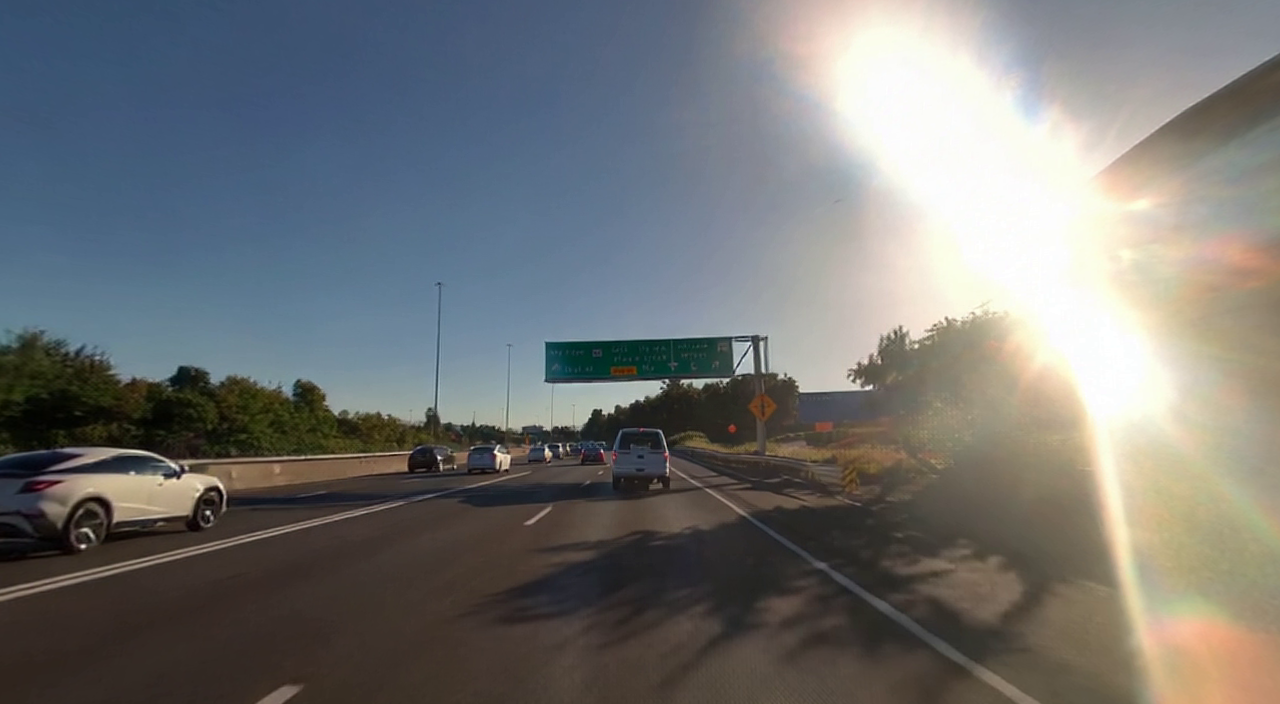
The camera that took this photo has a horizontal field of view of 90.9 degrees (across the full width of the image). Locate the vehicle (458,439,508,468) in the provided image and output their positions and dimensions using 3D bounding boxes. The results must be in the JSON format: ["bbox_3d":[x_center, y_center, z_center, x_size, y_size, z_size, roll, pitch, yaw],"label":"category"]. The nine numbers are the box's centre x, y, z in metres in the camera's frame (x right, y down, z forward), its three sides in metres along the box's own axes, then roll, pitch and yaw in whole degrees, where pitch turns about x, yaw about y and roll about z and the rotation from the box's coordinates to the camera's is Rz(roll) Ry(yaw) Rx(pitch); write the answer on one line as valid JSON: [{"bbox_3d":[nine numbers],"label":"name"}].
[{"bbox_3d":[-11.223,7.291,45.539,2.157,1.941,5.544,0,-9,0],"label":"vehicle"}]

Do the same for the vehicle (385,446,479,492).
[{"bbox_3d":[-7.267,4.108,22.508,1.869,1.466,4.217,0,-9,1],"label":"vehicle"}]

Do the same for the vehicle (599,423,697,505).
[{"bbox_3d":[0.182,2.774,15.948,2.152,1.779,3.924,0,-9,0],"label":"vehicle"}]

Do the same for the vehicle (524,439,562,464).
[{"bbox_3d":[-7.455,7.713,48.963,2.106,1.816,4.936,0,-9,0],"label":"vehicle"}]

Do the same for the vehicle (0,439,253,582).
[{"bbox_3d":[-7.505,1.925,8.447,1.864,1.458,4.295,0,-9,0],"label":"vehicle"}]

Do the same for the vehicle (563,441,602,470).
[{"bbox_3d":[-3.414,6.256,38.297,1.952,1.649,4.131,0,-9,1],"label":"vehicle"}]
